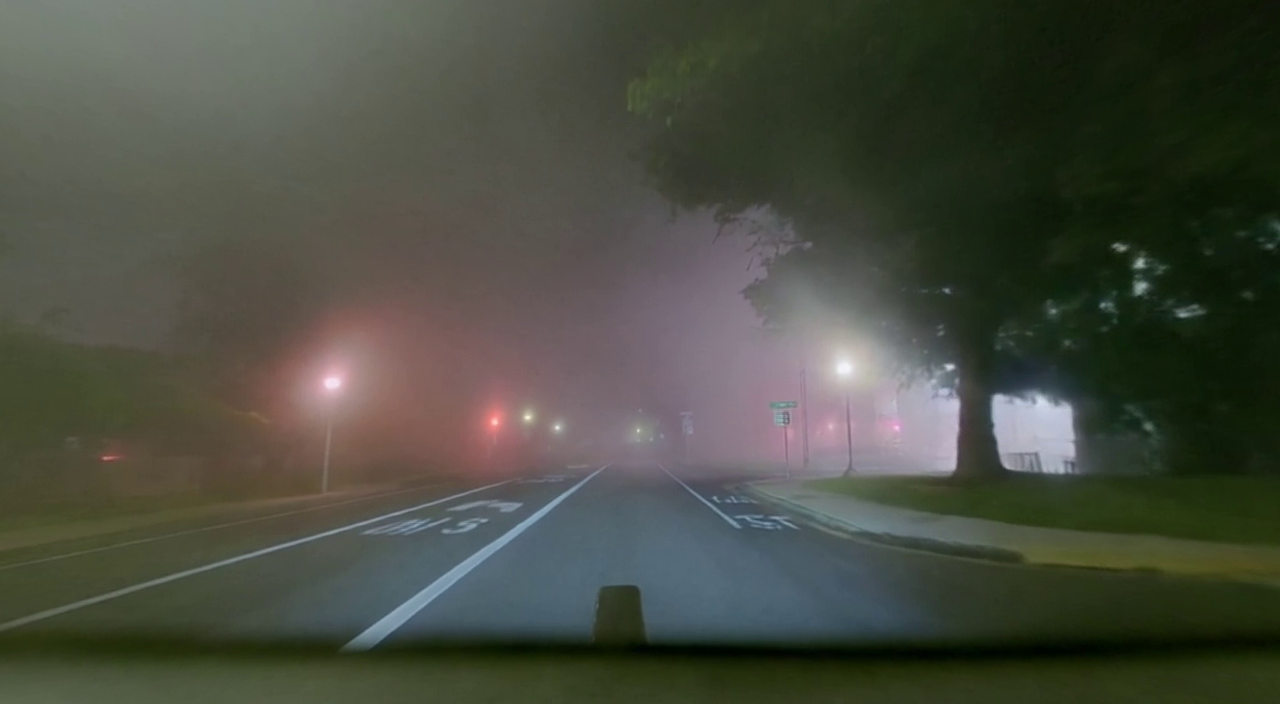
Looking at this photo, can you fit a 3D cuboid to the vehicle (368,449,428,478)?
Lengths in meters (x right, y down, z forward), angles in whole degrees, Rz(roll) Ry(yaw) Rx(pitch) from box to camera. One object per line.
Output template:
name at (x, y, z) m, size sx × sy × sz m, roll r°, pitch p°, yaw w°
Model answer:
vehicle at (-13.404, 6.097, 34.850) m, size 2.061 × 1.475 × 4.357 m, roll 6°, pitch -10°, yaw -34°
